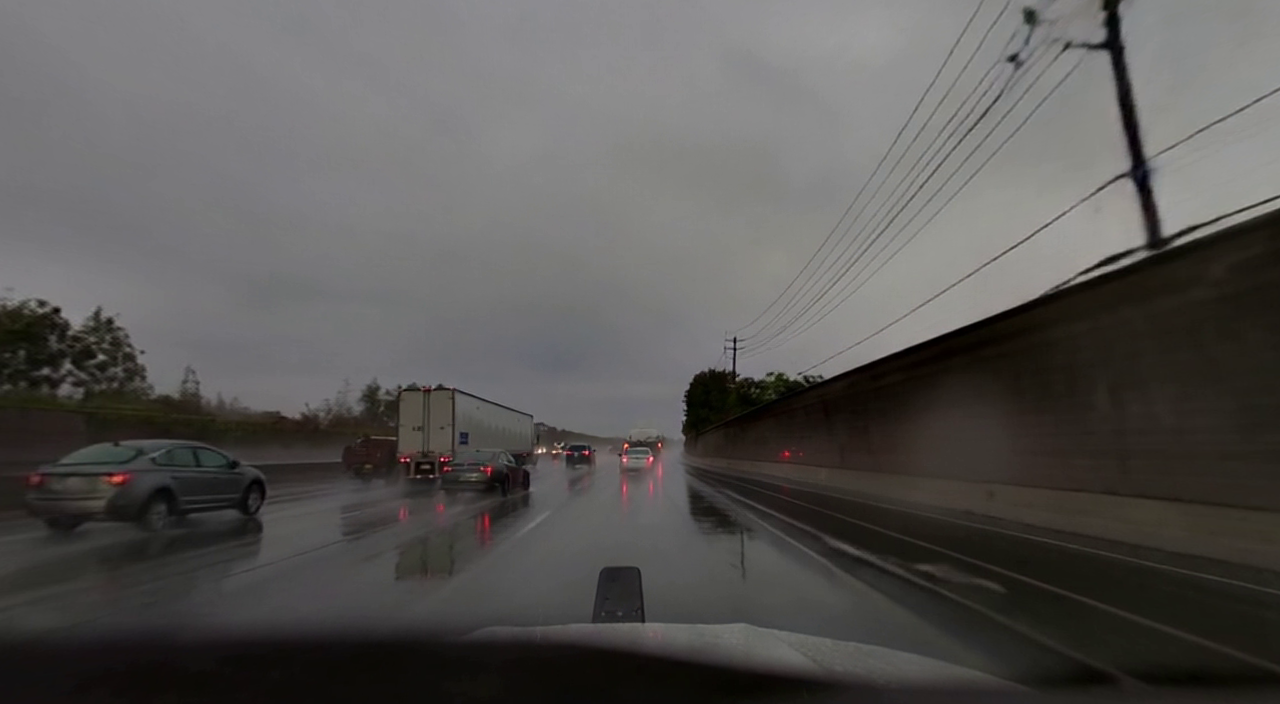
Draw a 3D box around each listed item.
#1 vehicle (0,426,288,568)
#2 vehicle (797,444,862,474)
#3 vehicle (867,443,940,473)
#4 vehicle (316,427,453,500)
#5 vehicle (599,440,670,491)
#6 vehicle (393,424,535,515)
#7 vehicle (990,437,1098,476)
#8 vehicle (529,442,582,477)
[{"bbox_3d":[-7.631,1.922,9.238,2.165,1.511,4.810,0,-9,0],"label":"vehicle"},{"bbox_3d":[10.274,5.831,34.618,1.974,1.495,4.734,0,-9,-1],"label":"vehicle"},{"bbox_3d":[14.310,5.782,34.687,1.949,1.472,4.795,0,-9,0],"label":"vehicle"},{"bbox_3d":[-6.937,3.071,17.735,2.027,1.762,4.386,0,-9,-1],"label":"vehicle"},{"bbox_3d":[-0.172,3.662,20.731,2.089,1.477,3.818,0,-9,0],"label":"vehicle"},{"bbox_3d":[-3.733,2.578,14.324,1.923,1.716,4.289,0,-9,1],"label":"vehicle"},{"bbox_3d":[17.809,4.608,28.135,1.936,1.591,4.362,0,-9,1],"label":"vehicle"},{"bbox_3d":[-3.776,4.885,28.923,1.870,1.485,4.304,0,-9,0],"label":"vehicle"}]
